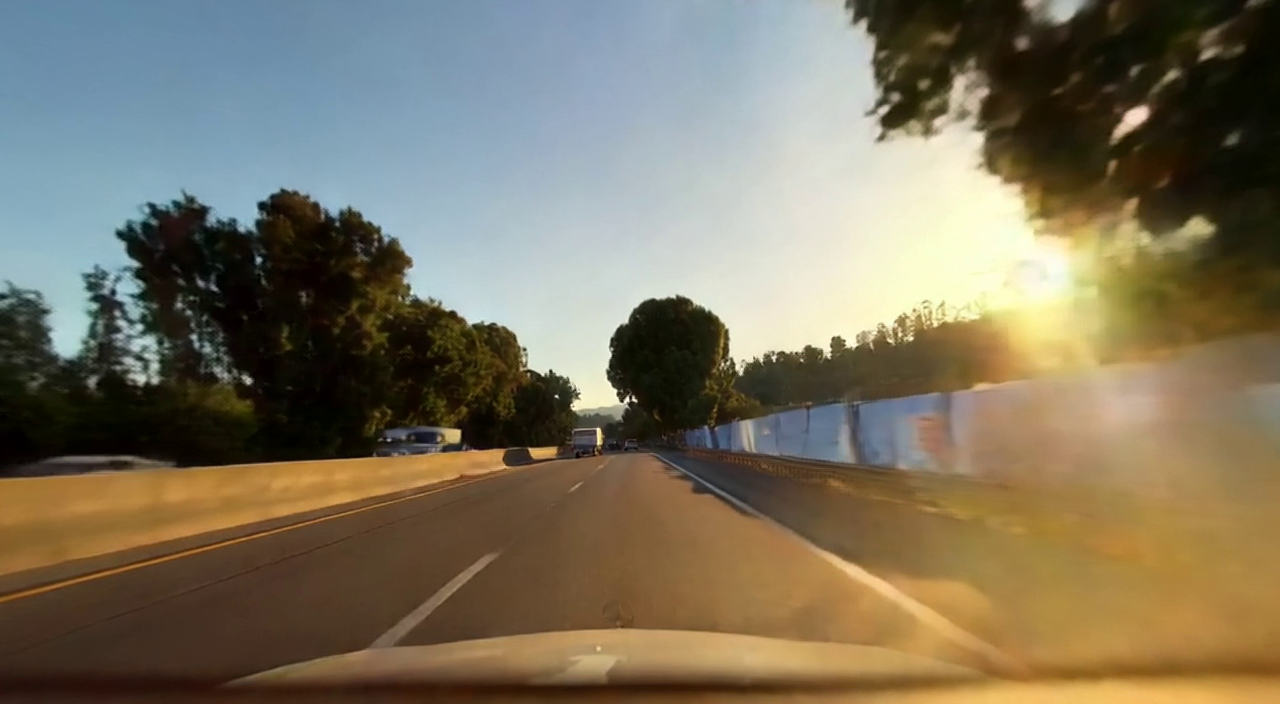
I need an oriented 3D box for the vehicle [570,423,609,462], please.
[{"bbox_3d":[-3.654,6.654,46.432,2.484,2.625,5.907,0,-8,-1],"label":"vehicle"}]
